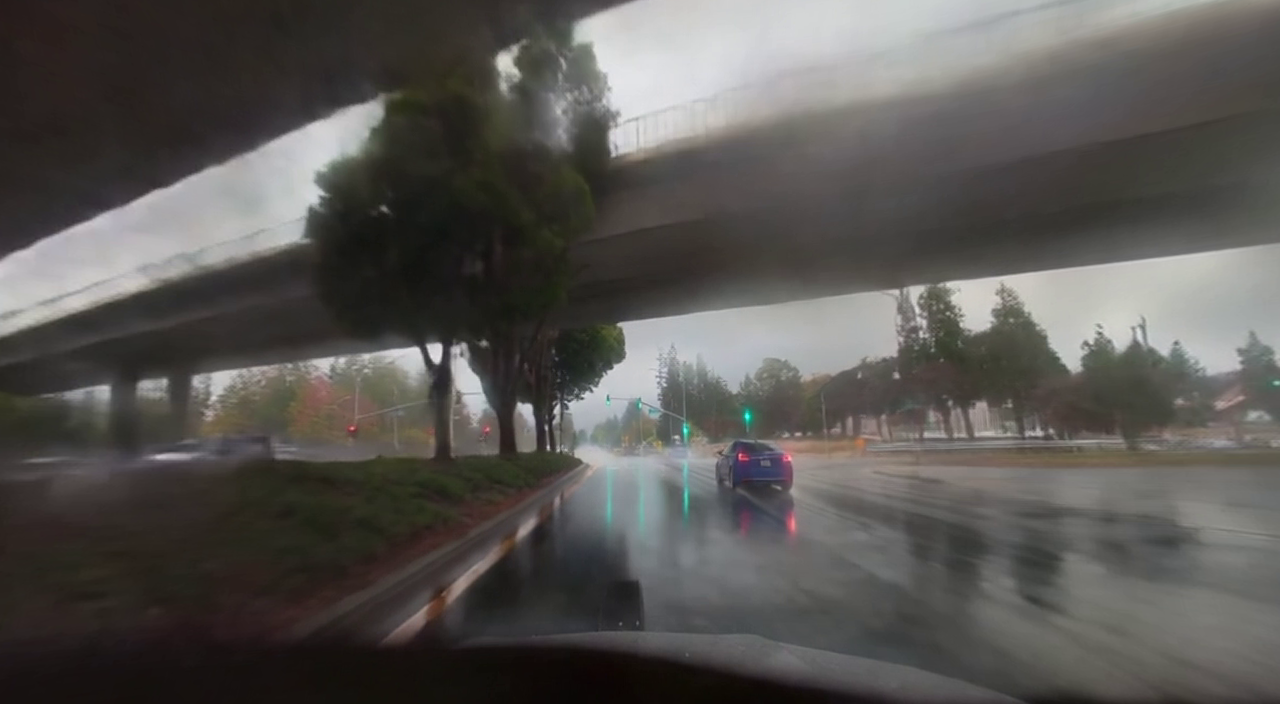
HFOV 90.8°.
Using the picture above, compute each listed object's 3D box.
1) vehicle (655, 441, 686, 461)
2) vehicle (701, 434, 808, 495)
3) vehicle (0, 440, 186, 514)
[{"bbox_3d":[2.343,7.812,49.939,2.038,1.437,3.856,0,-8,-3],"label":"vehicle"},{"bbox_3d":[3.071,3.114,17.945,2.062,1.484,4.332,0,-8,-2],"label":"vehicle"},{"bbox_3d":[-14.447,3.159,16.544,1.844,1.650,4.333,0,-8,0],"label":"vehicle"}]
